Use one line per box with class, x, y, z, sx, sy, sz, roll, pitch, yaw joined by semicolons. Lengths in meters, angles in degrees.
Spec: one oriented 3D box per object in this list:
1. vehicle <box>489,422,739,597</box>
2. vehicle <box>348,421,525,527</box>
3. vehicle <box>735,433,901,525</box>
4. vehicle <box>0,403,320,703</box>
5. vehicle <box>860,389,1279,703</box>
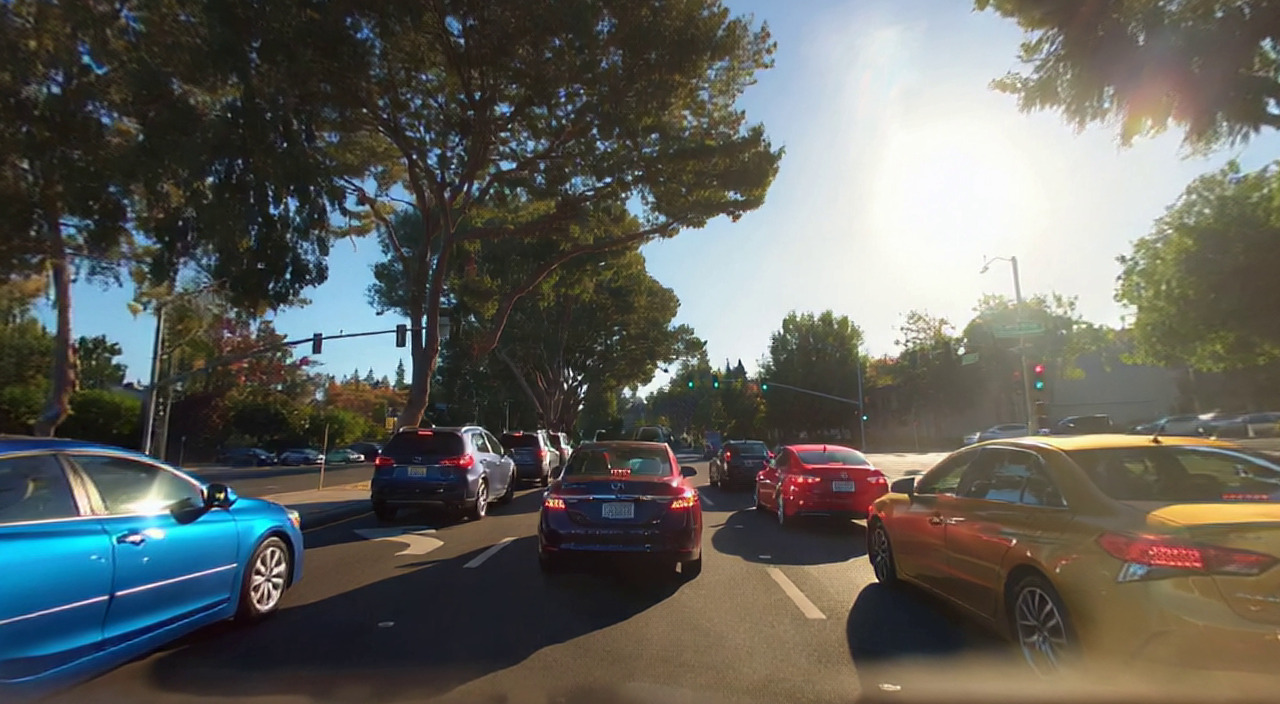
vehicle;-0.257;1.641;7.408;2.147;1.479;3.803;0;-8;-1
vehicle;-3.727;2.307;12.494;1.961;1.714;4.268;0;-8;2
vehicle;3.184;2.335;12.330;1.975;1.460;4.357;0;-8;0
vehicle;-3.637;1.021;3.004;1.935;1.482;4.433;0;-8;-1
vehicle;3.137;1.150;4.058;1.903;1.480;4.270;0;-8;0
